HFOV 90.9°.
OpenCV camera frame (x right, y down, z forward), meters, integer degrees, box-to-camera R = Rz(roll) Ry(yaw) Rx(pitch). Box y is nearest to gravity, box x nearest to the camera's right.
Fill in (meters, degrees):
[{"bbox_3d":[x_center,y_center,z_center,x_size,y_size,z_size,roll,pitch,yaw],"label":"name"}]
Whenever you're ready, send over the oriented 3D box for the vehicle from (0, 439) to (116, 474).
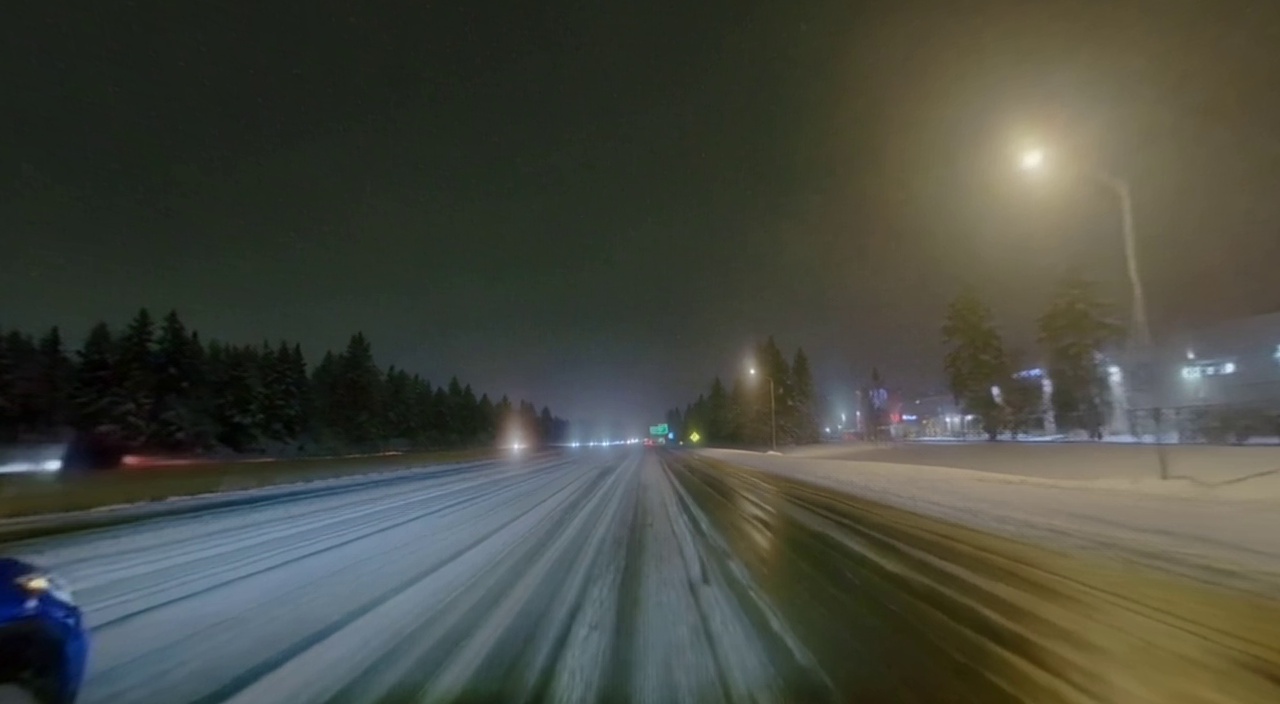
[{"bbox_3d":[-27.229,4.815,29.241,1.911,1.474,4.571,0,-8,0],"label":"vehicle"}]
